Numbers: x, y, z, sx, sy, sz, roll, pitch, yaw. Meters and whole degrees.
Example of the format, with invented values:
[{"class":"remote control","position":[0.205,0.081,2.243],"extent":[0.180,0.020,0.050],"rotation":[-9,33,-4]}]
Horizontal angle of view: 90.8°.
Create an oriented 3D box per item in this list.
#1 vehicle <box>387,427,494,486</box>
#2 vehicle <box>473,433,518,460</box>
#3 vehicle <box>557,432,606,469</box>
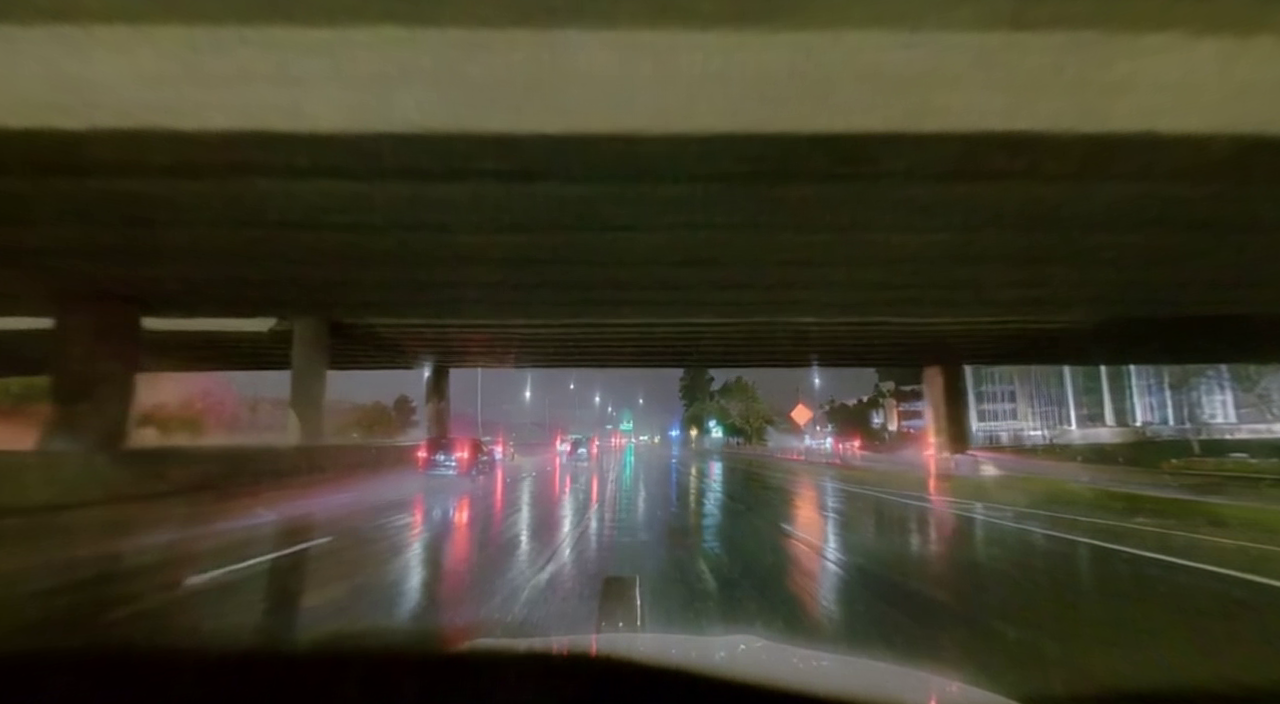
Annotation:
[{"class":"vehicle","position":[-6.541,3.475,21.346],"extent":[2.015,1.762,4.790],"rotation":[0,-8,0]},{"class":"vehicle","position":[-9.820,6.490,43.400],"extent":[1.969,1.759,4.758],"rotation":[0,-8,0]},{"class":"vehicle","position":[-2.843,4.911,31.571],"extent":[2.027,1.697,4.307],"rotation":[0,-8,0]}]
